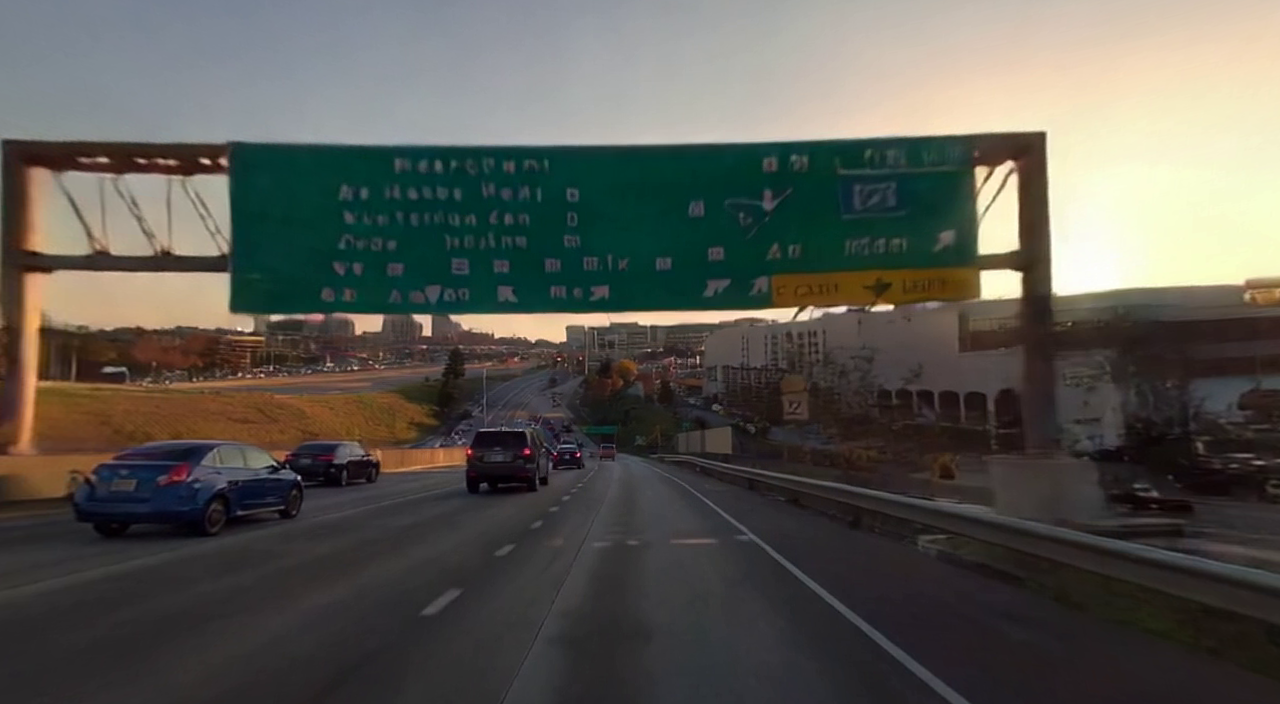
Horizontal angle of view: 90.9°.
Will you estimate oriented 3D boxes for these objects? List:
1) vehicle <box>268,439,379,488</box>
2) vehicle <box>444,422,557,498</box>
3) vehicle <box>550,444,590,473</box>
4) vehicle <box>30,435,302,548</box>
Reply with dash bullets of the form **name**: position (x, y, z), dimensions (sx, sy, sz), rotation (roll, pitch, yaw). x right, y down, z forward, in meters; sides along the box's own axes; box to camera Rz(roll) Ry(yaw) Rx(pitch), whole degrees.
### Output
- **vehicle**: position (-11.712, 4.133, 23.755), dimensions (1.919, 1.665, 4.394), rotation (0, -8, -1)
- **vehicle**: position (-4.066, 3.250, 19.436), dimensions (2.301, 1.985, 5.247), rotation (0, -8, 0)
- **vehicle**: position (-4.106, 6.258, 37.391), dimensions (1.955, 1.614, 3.817), rotation (0, -8, -1)
- **vehicle**: position (-7.376, 2.150, 10.323), dimensions (1.796, 1.509, 3.393), rotation (0, -8, -1)
